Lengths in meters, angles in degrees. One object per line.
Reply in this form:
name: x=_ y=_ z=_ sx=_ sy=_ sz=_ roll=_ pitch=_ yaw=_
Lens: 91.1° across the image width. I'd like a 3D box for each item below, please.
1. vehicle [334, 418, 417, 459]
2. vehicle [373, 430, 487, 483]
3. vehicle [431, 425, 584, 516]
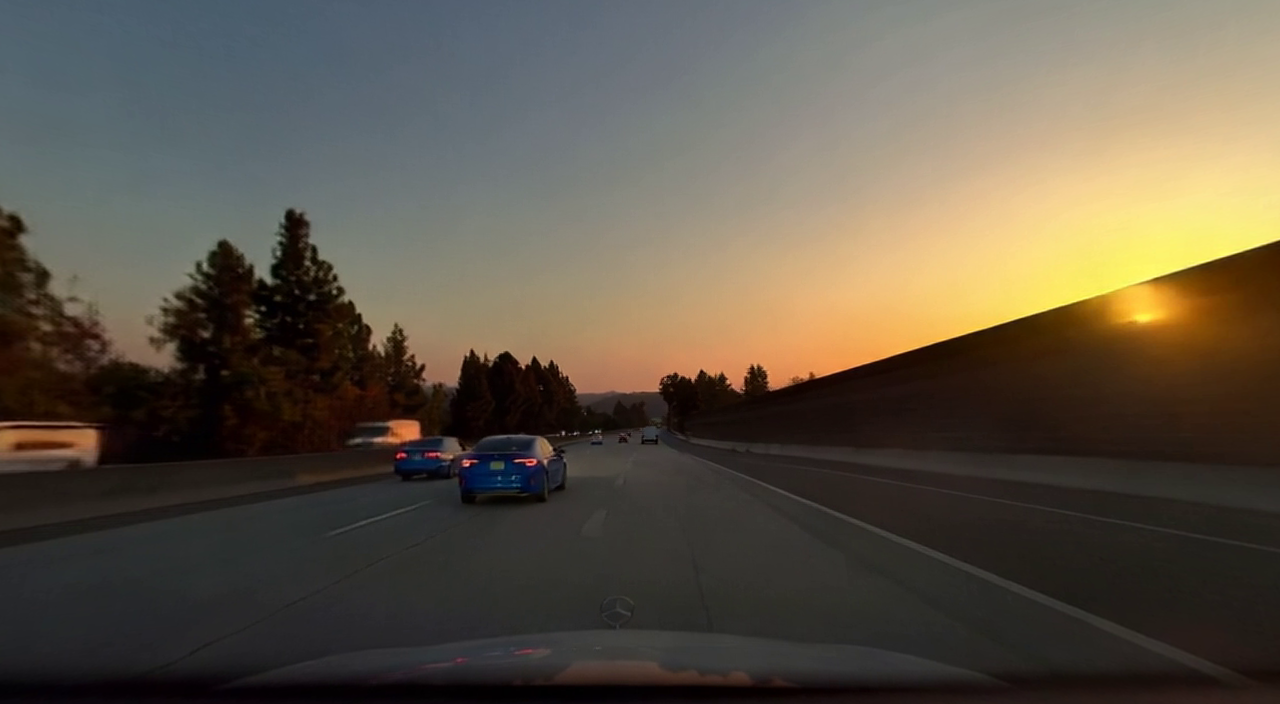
vehicle: x=-16.025 y=5.314 z=38.581 sx=2.313 sy=2.318 sz=6.262 roll=0 pitch=-8 yaw=1
vehicle: x=-6.503 y=3.274 z=20.062 sx=2.084 sy=1.494 sz=4.404 roll=0 pitch=-8 yaw=1
vehicle: x=-2.383 y=2.230 z=12.423 sx=2.079 sy=1.500 sz=3.881 roll=0 pitch=-8 yaw=2
